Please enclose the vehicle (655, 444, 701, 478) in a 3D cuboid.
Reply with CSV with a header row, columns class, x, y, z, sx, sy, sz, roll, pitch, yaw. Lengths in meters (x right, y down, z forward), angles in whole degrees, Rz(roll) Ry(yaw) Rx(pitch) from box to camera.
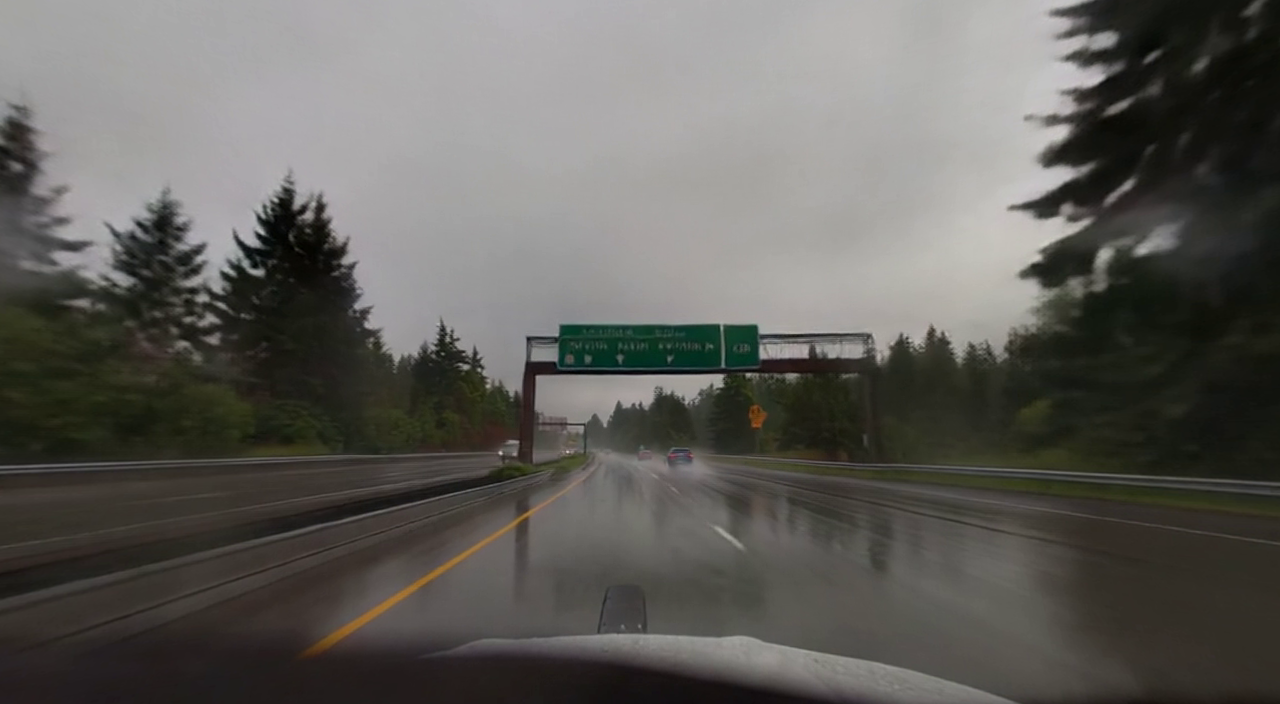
class,x,y,z,sx,sy,sz,roll,pitch,yaw
vehicle,1.846,5.490,31.876,2.011,1.590,3.607,0,-9,-2
